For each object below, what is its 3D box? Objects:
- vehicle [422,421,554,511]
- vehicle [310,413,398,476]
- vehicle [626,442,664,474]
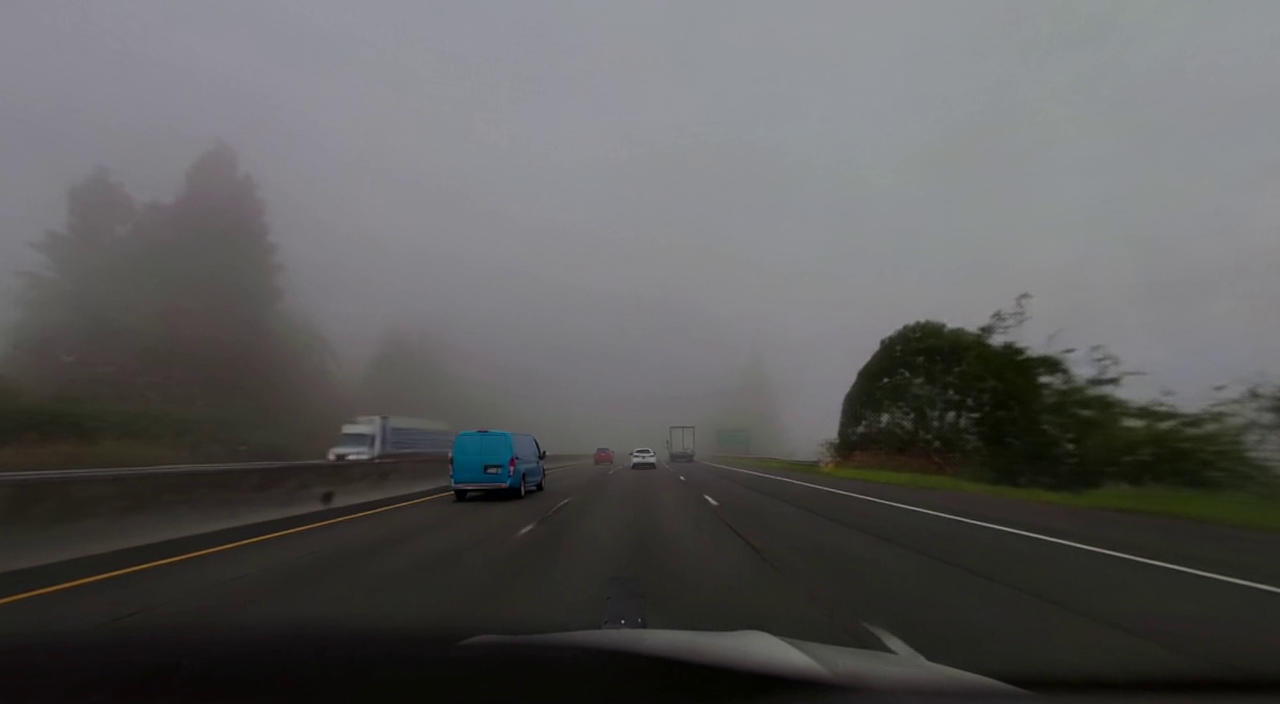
[{"bbox_3d":[-3.763,2.943,16.708,2.167,1.991,5.062,0,-9,1],"label":"vehicle"},{"bbox_3d":[-19.429,6.356,43.270,2.987,3.970,5.945,-1,-9,2],"label":"vehicle"},{"bbox_3d":[0.308,6.410,38.265,2.209,1.825,4.036,0,-9,1],"label":"vehicle"}]
